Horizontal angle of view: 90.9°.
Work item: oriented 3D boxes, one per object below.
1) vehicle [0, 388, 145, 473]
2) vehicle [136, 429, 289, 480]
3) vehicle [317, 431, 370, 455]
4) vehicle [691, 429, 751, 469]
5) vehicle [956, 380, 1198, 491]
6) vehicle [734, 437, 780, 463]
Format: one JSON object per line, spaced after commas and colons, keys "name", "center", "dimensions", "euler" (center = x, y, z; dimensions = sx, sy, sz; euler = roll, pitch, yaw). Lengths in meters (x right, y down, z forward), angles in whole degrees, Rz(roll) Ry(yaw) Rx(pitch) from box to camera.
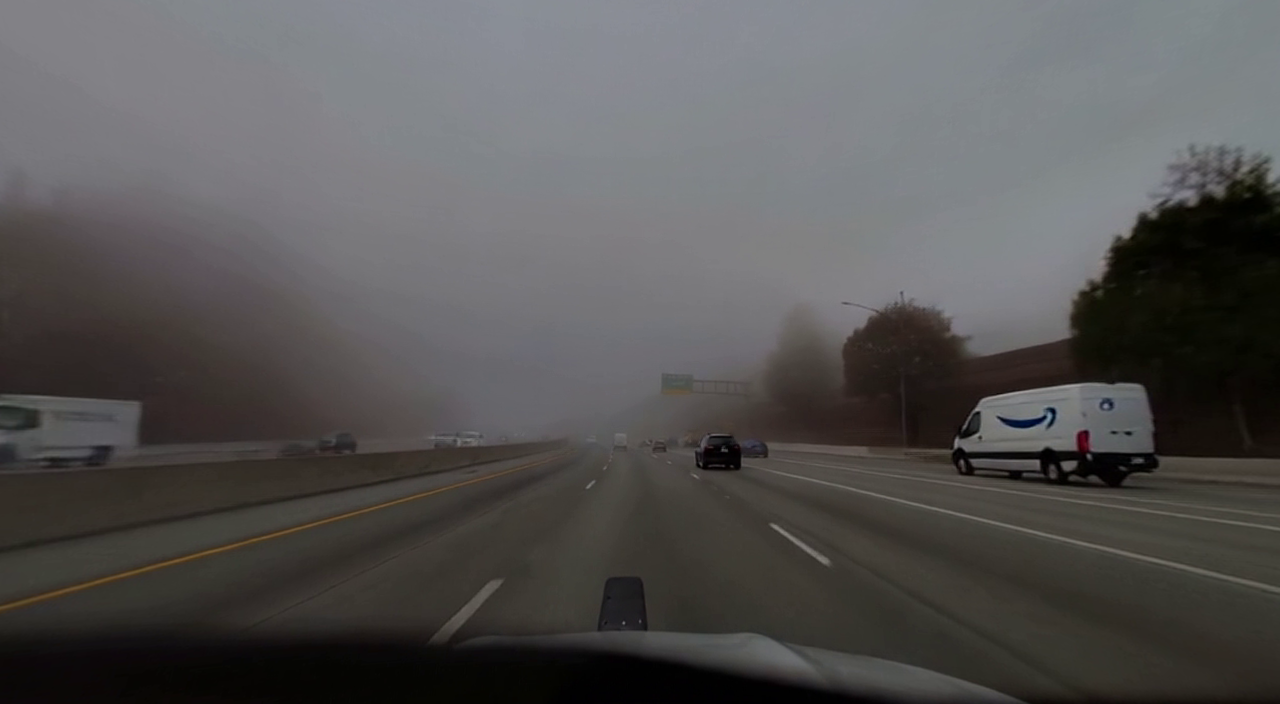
{"name": "vehicle", "center": [-25.010, 3.362, 26.535], "dimensions": [3.027, 3.116, 6.548], "euler": [0, -8, -1]}
{"name": "vehicle", "center": [-13.790, 3.330, 20.762], "dimensions": [1.859, 1.472, 4.558], "euler": [0, -8, -1]}
{"name": "vehicle", "center": [-22.151, 6.859, 47.295], "dimensions": [1.915, 1.683, 4.596], "euler": [0, -8, -2]}
{"name": "vehicle", "center": [3.786, 4.635, 30.229], "dimensions": [2.141, 1.732, 4.279], "euler": [0, -8, -2]}
{"name": "vehicle", "center": [12.767, 2.599, 19.395], "dimensions": [2.274, 2.802, 6.802], "euler": [0, -8, -3]}
{"name": "vehicle", "center": [6.935, 5.861, 37.803], "dimensions": [1.798, 1.473, 4.077], "euler": [0, -8, -2]}
